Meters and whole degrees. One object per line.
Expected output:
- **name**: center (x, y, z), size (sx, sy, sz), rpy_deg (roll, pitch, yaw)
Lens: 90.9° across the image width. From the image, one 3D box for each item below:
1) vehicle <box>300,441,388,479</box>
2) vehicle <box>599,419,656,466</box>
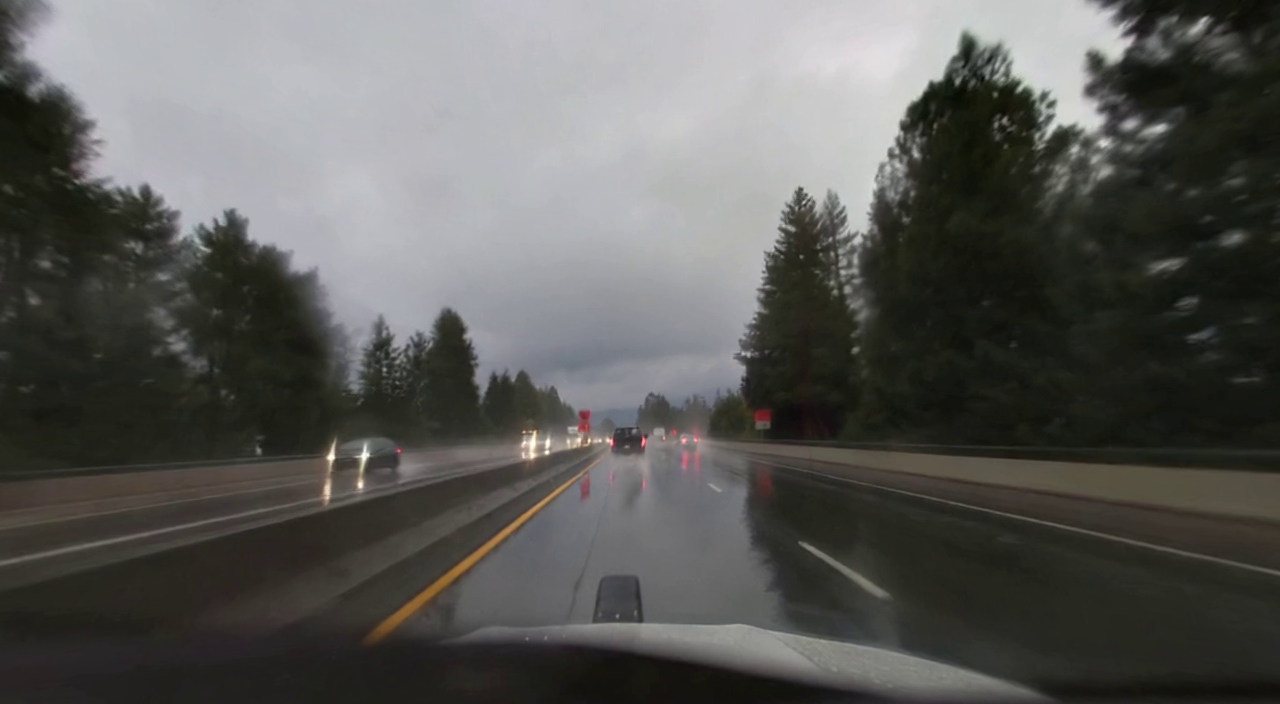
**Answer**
- **vehicle**: center (-13.335, 4.863, 28.699), size (1.992, 1.580, 4.205), rpy_deg (0, -8, 0)
- **vehicle**: center (-0.627, 4.311, 30.107), size (2.503, 2.044, 4.633), rpy_deg (0, -8, -1)
